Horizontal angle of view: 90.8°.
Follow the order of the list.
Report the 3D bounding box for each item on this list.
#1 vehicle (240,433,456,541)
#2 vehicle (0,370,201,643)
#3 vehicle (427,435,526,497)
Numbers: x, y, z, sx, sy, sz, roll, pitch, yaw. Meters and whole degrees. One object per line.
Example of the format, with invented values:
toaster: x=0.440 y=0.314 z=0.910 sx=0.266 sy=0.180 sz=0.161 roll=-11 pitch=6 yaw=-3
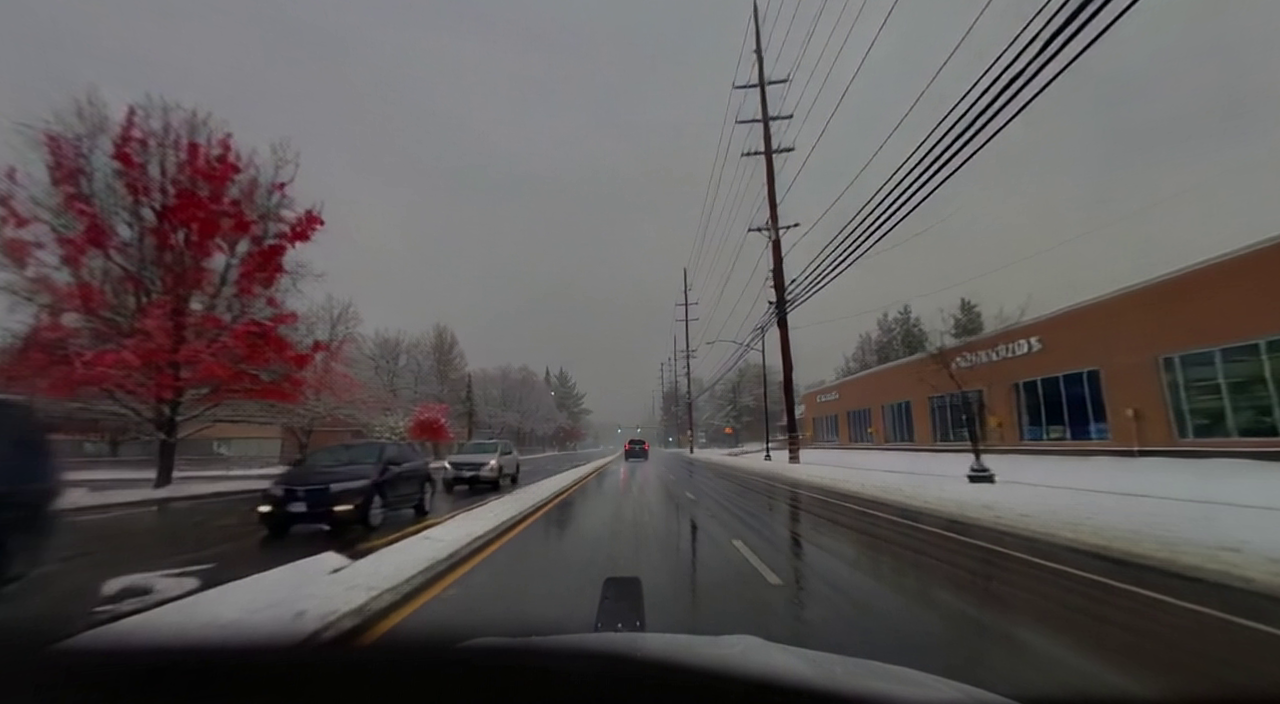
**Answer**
vehicle: x=-5.063 y=2.349 z=11.839 sx=1.909 sy=1.524 sz=4.614 roll=-2 pitch=-8 yaw=0
vehicle: x=-5.467 y=1.008 z=3.738 sx=2.278 sy=1.828 sz=4.970 roll=-2 pitch=-8 yaw=-1
vehicle: x=-5.056 y=3.539 z=20.169 sx=1.993 sy=1.680 sz=4.386 roll=-2 pitch=-8 yaw=0
